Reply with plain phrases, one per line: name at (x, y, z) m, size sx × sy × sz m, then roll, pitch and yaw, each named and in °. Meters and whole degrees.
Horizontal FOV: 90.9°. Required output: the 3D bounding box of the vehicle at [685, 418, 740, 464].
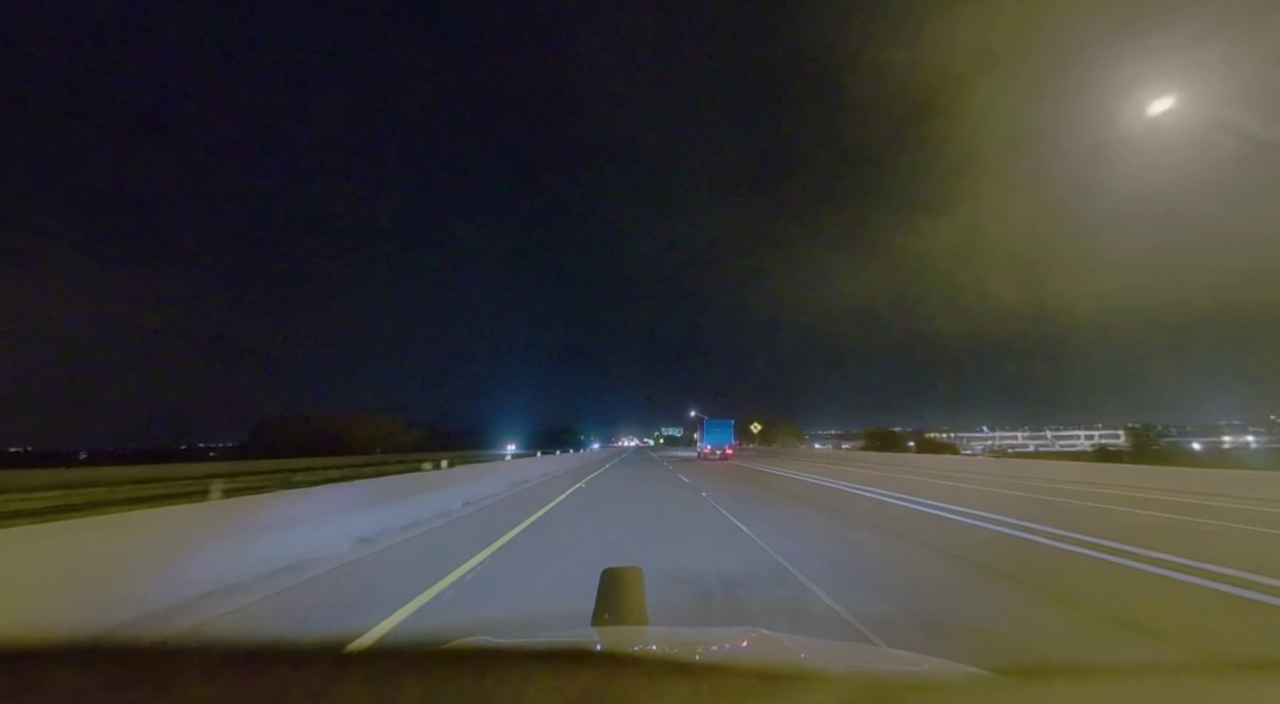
vehicle at (4.202, 5.342, 37.831) m, size 2.430 × 2.495 × 6.062 m, roll 0°, pitch -8°, yaw -2°
